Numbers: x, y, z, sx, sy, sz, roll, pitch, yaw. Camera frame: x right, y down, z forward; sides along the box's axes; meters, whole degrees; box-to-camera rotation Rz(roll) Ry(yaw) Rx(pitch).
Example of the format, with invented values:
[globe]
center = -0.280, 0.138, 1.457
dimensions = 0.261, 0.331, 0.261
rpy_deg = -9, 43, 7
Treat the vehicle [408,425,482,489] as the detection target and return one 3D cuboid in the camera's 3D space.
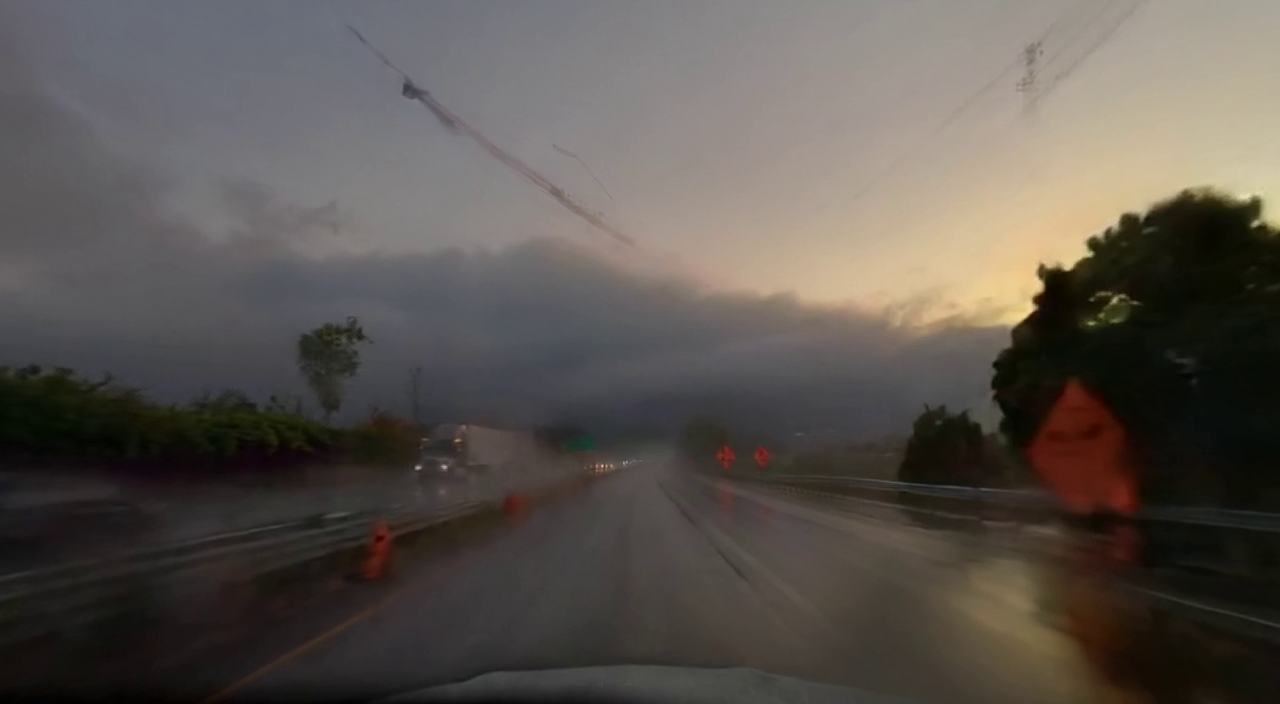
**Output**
[vehicle]
center = -13.126, 7.188, 43.096
dimensions = 2.963, 3.991, 5.854
rpy_deg = 1, -10, 1
